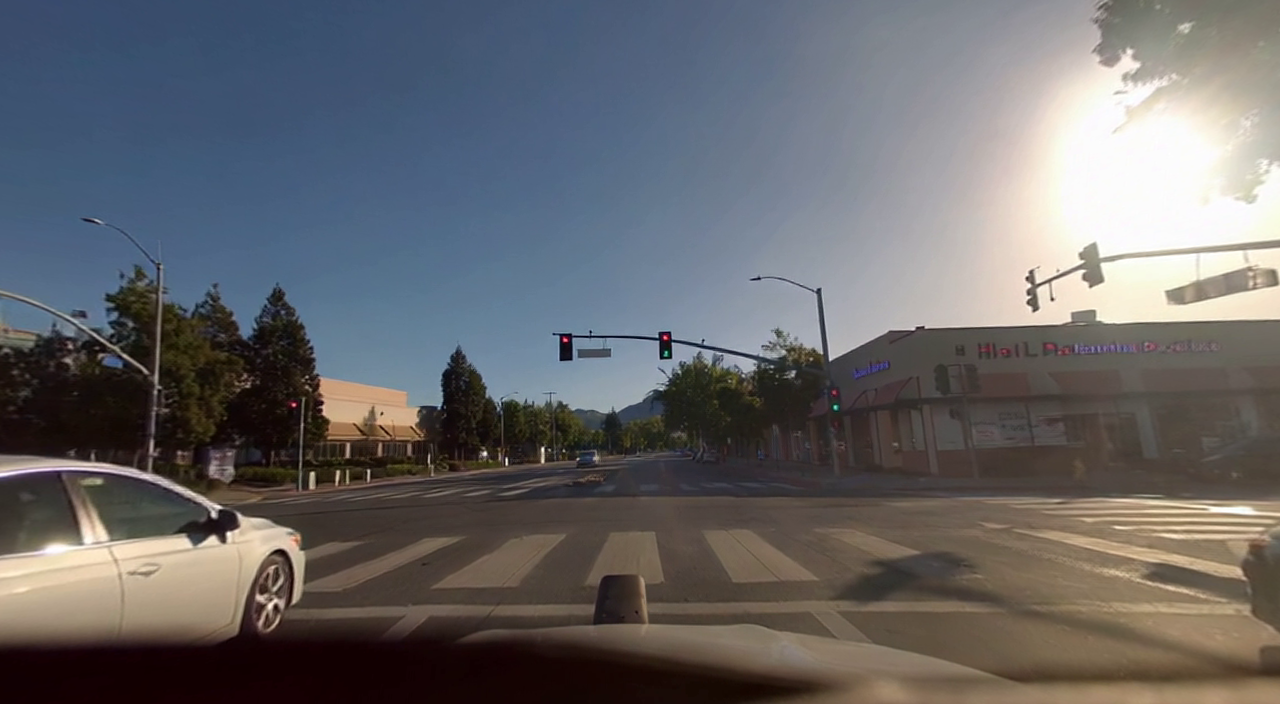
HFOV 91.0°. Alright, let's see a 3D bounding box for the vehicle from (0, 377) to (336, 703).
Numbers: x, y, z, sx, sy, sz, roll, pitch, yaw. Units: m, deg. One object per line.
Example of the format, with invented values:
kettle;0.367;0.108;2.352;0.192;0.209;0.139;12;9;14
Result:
vehicle;-3.501;0.990;2.943;1.947;1.627;4.248;0;-9;1
